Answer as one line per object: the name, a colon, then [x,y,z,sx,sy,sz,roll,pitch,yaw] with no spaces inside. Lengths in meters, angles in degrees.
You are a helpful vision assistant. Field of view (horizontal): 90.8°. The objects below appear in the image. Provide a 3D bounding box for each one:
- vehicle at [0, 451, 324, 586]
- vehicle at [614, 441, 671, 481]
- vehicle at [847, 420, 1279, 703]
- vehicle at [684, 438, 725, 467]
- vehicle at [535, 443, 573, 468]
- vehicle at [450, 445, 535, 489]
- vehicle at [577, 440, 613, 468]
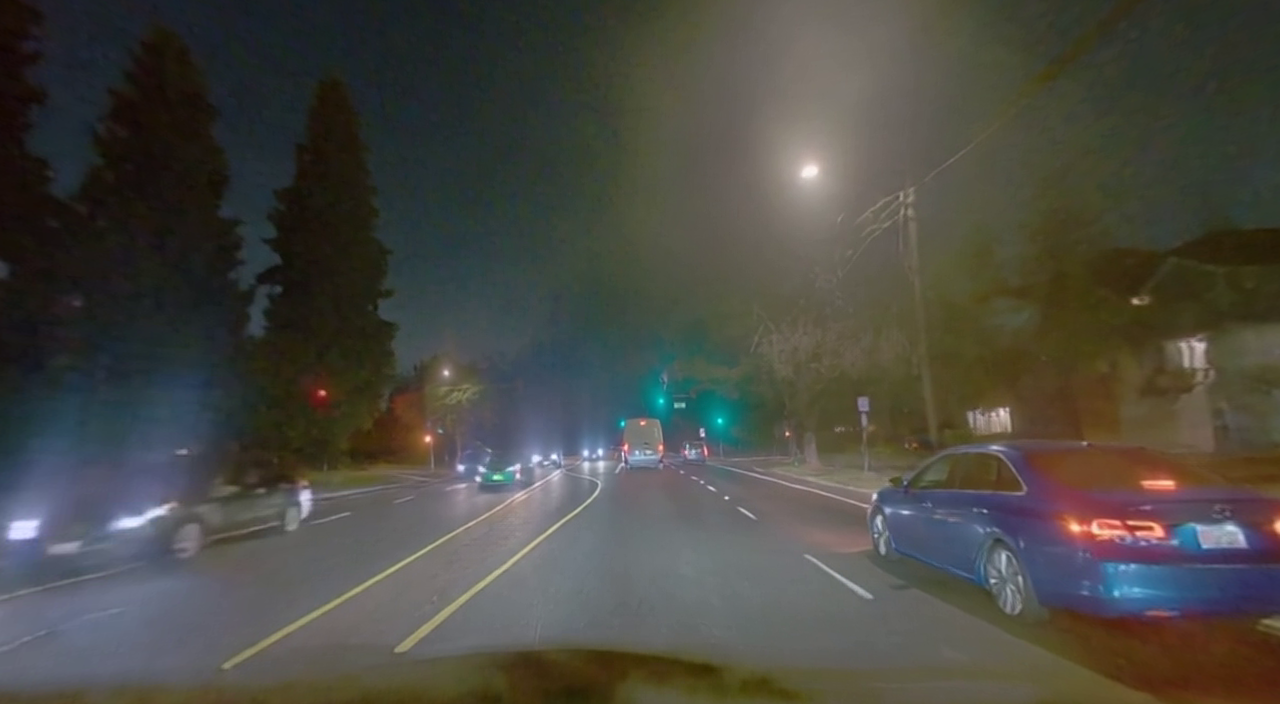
vehicle: [-6.756,2.269,9.535,2.070,1.454,4.400,0,-8,-6]
vehicle: [0.080,4.392,25.780,2.114,1.483,4.207,0,-8,0]
vehicle: [3.507,1.396,5.378,1.973,1.447,4.402,0,-8,0]
vehicle: [4.233,6.707,42.345,2.187,1.847,4.553,0,-8,-1]
vehicle: [-6.297,7.623,46.799,2.146,1.768,4.664,0,-8,1]
vehicle: [-5.524,4.381,24.449,2.193,1.502,4.913,0,-8,-1]
vehicle: [-2.909,6.732,41.917,2.083,1.741,5.530,0,-8,-1]
